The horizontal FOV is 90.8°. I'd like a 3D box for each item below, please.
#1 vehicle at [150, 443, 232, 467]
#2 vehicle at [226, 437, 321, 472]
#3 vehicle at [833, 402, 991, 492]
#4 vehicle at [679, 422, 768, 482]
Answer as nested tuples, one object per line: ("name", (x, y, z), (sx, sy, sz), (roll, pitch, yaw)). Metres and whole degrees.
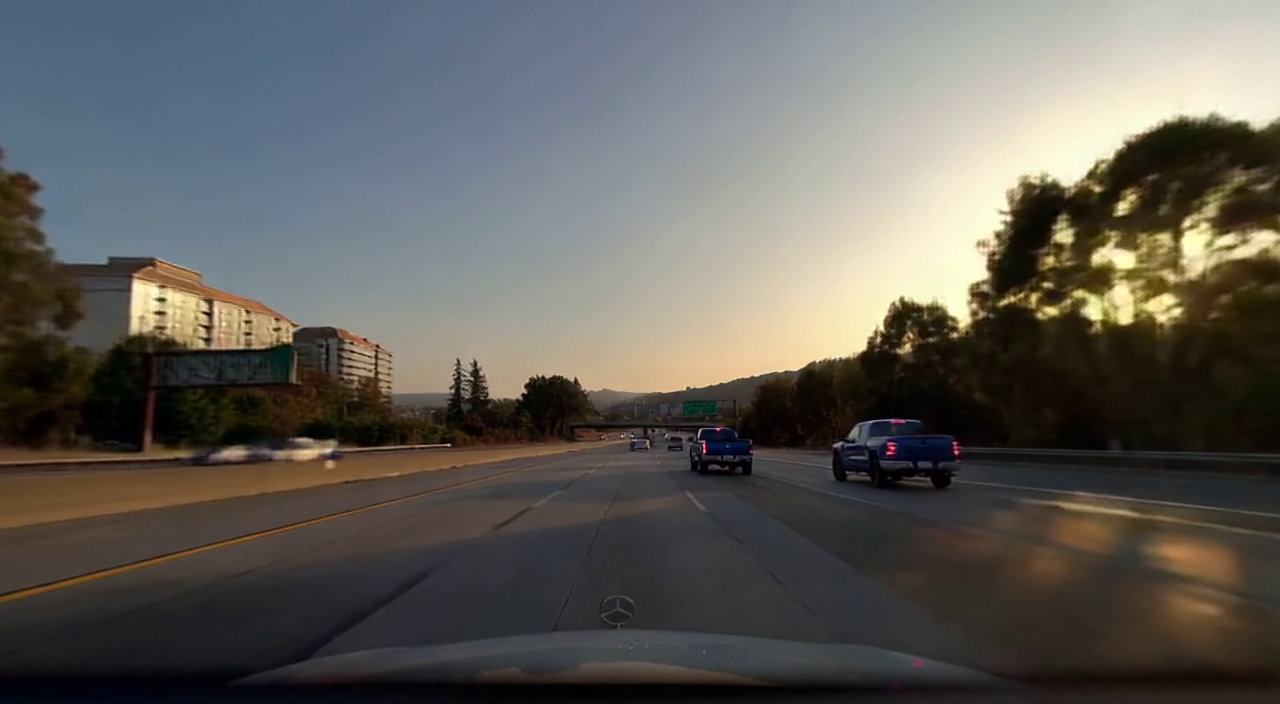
("vehicle", (-29.539, 6.805, 41.764), (1.834, 1.479, 4.581), (-1, -9, 4))
("vehicle", (-19.273, 5.415, 33.519), (2.108, 1.729, 4.754), (0, -9, 0))
("vehicle", (7.750, 2.813, 18.796), (2.158, 2.268, 5.396), (0, -9, -1))
("vehicle", (2.920, 3.677, 23.376), (2.462, 1.984, 4.718), (0, -9, -2))
